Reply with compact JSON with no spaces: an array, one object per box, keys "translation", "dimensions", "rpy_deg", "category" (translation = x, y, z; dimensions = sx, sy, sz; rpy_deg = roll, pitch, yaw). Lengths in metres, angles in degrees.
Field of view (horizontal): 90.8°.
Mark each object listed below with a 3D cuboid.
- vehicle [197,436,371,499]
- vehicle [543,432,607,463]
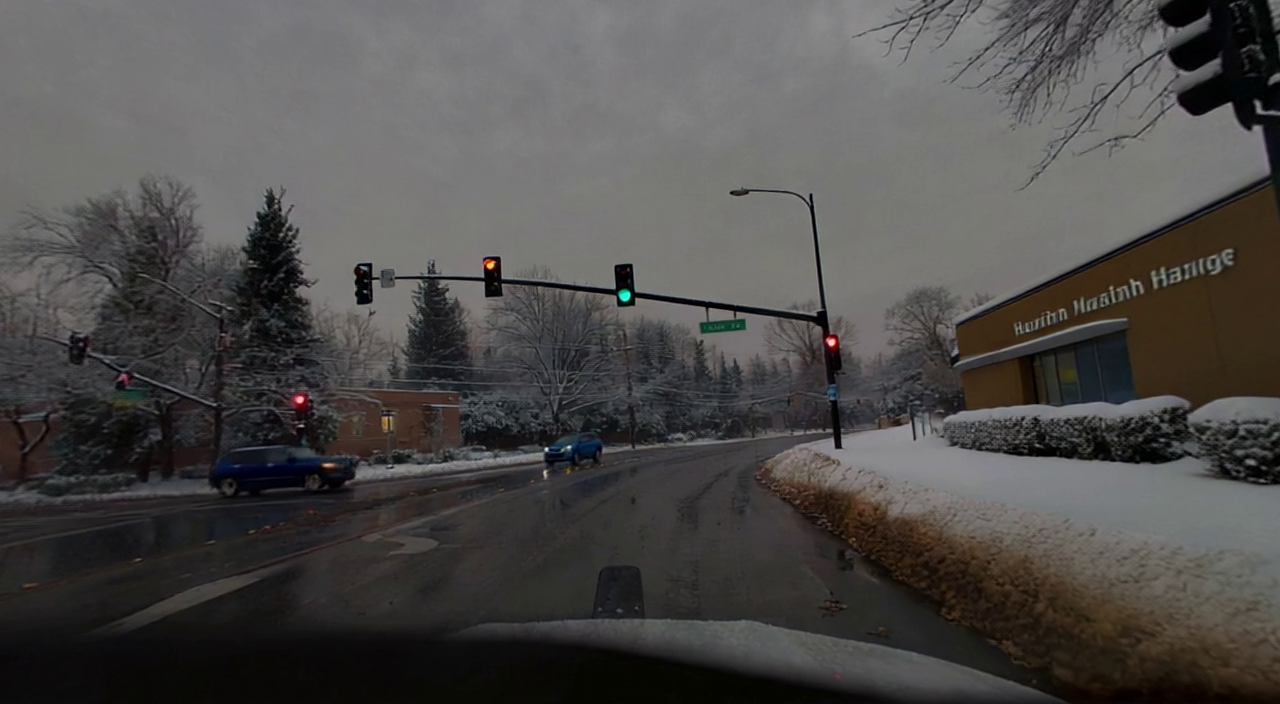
[{"translation":[-11.948,3.887,21.501],"dimensions":[4.715,1.745,2.026],"rpy_deg":[-3,-8,-4],"category":"vehicle"},{"translation":[-3.931,5.958,39.334],"dimensions":[2.244,1.792,4.648],"rpy_deg":[-3,-9,18],"category":"vehicle"}]
